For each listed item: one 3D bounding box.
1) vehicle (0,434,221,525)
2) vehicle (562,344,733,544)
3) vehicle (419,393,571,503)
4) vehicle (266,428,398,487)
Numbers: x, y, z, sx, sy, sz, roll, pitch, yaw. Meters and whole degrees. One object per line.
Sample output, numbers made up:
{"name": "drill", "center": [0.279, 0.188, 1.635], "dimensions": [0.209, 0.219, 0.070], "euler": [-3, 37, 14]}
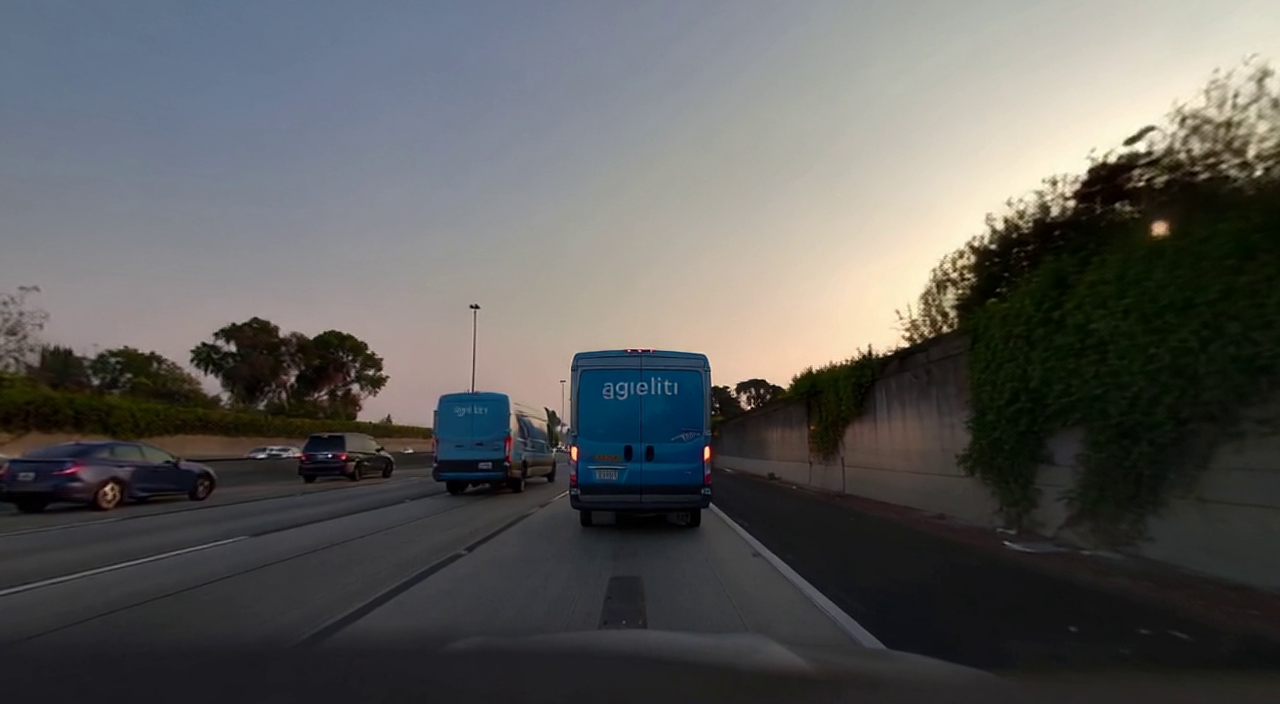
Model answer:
{"name": "vehicle", "center": [-11.081, 2.491, 12.916], "dimensions": [1.839, 1.524, 4.449], "euler": [0, -9, 2]}
{"name": "vehicle", "center": [0.156, 1.727, 11.929], "dimensions": [2.316, 2.738, 6.398], "euler": [0, -9, 1]}
{"name": "vehicle", "center": [-3.504, 2.534, 16.761], "dimensions": [2.729, 2.439, 5.418], "euler": [0, -9, 0]}
{"name": "vehicle", "center": [-10.780, 3.735, 22.576], "dimensions": [2.061, 1.846, 4.852], "euler": [-1, -9, 3]}
